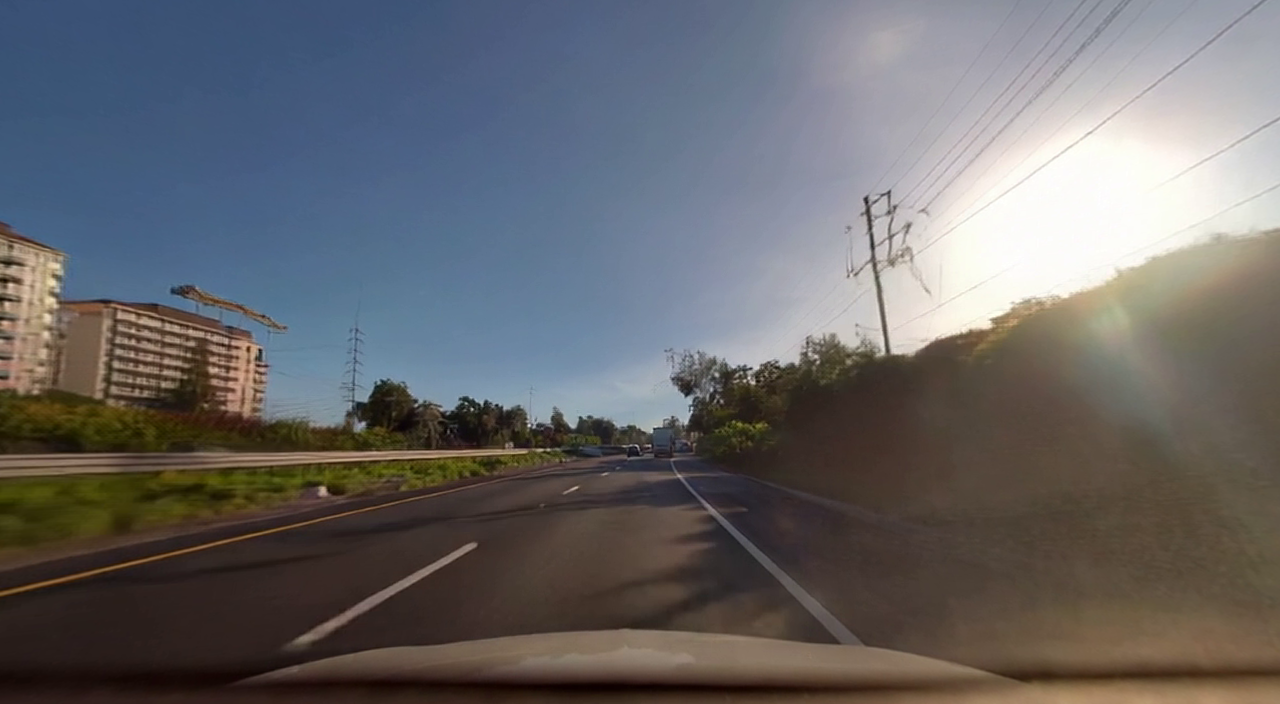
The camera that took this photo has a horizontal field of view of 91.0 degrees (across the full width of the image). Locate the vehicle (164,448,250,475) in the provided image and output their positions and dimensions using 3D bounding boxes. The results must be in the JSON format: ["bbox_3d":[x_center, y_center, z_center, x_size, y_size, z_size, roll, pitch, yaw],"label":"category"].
[{"bbox_3d":[-26.733,6.761,39.072,1.872,1.530,4.747,0,-9,1],"label":"vehicle"}]
